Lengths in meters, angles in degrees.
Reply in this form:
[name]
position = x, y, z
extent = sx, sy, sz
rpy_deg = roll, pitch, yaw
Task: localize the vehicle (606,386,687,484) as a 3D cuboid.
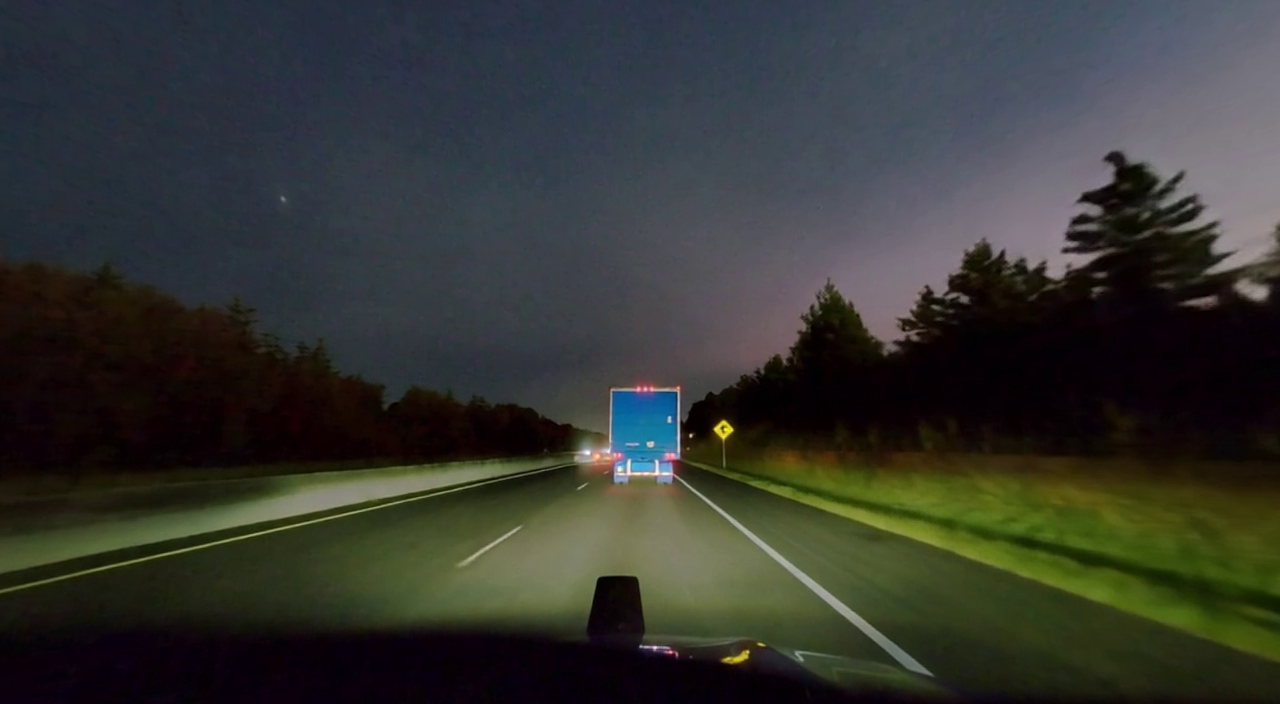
[vehicle]
position = 0.095, 3.672, 27.243
extent = 2.913, 3.530, 8.648
rpy_deg = 0, -9, -2
